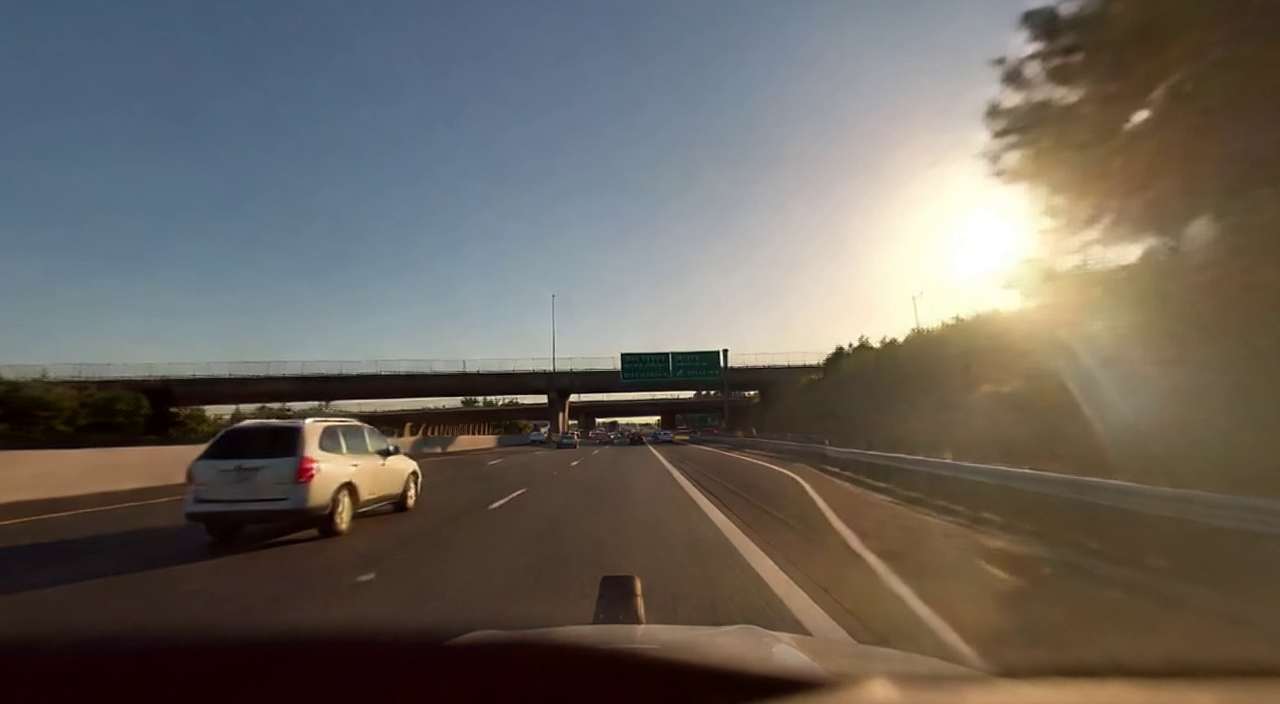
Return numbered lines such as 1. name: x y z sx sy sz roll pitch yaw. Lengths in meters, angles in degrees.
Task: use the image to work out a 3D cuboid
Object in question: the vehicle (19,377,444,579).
1. vehicle: -4.269 1.406 7.872 2.153 1.730 4.772 0 -8 -1
